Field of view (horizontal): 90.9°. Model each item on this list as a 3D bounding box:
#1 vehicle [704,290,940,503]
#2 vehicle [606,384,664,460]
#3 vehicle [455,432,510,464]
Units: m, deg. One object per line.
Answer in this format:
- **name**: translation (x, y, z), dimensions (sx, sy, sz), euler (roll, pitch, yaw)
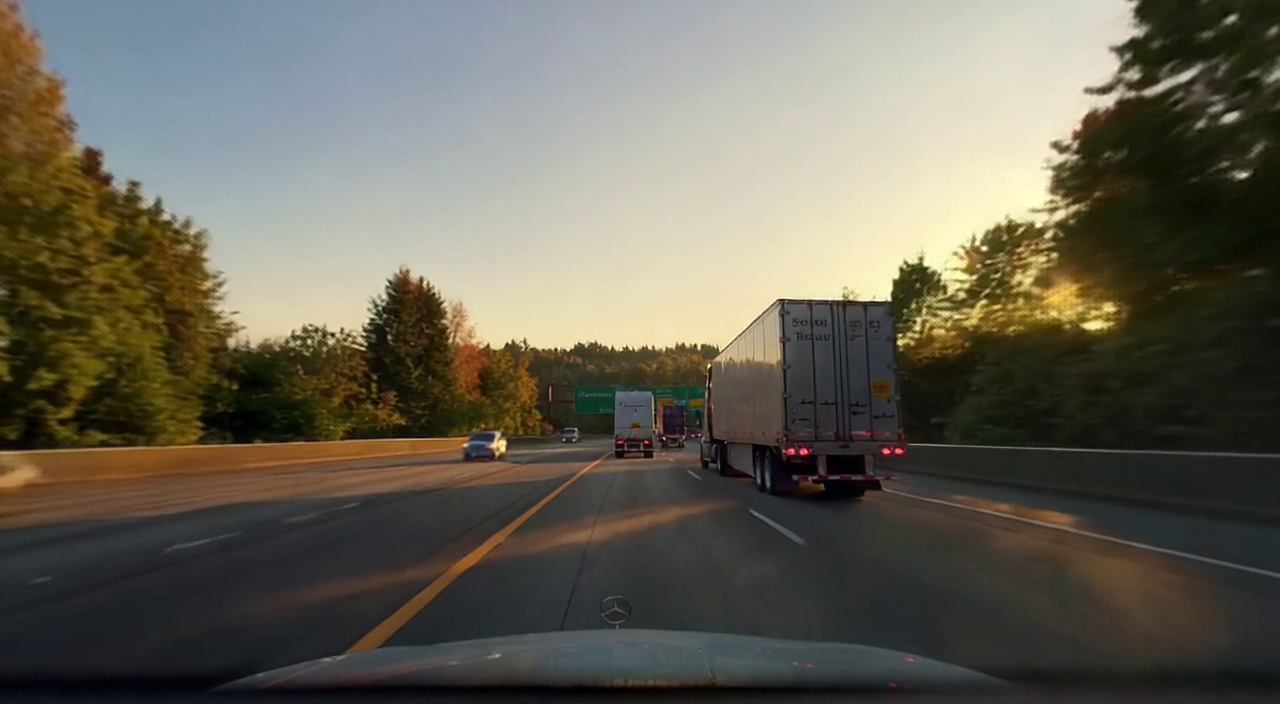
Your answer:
- **vehicle**: translation (4.221, 1.797, 19.429), dimensions (2.856, 4.145, 14.500), euler (0, -8, 0)
- **vehicle**: translation (-0.319, 4.281, 37.572), dimensions (2.958, 3.917, 10.196), euler (0, -8, -1)
- **vehicle**: translation (-9.032, 5.506, 36.511), dimensions (1.997, 1.712, 4.498), euler (0, -8, 0)
